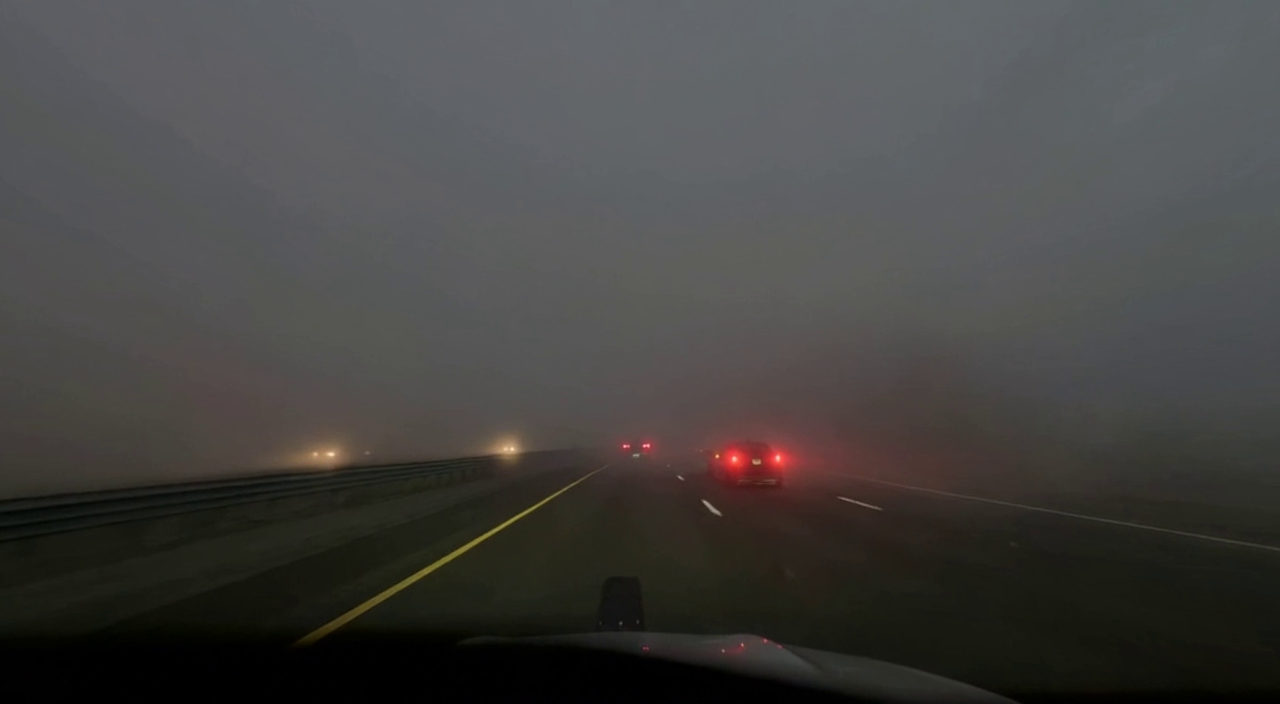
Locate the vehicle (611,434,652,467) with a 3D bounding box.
[{"bbox_3d":[-0.434,5.442,34.745,2.142,1.664,4.076,0,-9,0],"label":"vehicle"}]

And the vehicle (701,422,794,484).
[{"bbox_3d":[3.449,3.396,21.251,2.269,1.839,4.554,0,-9,-1],"label":"vehicle"}]
